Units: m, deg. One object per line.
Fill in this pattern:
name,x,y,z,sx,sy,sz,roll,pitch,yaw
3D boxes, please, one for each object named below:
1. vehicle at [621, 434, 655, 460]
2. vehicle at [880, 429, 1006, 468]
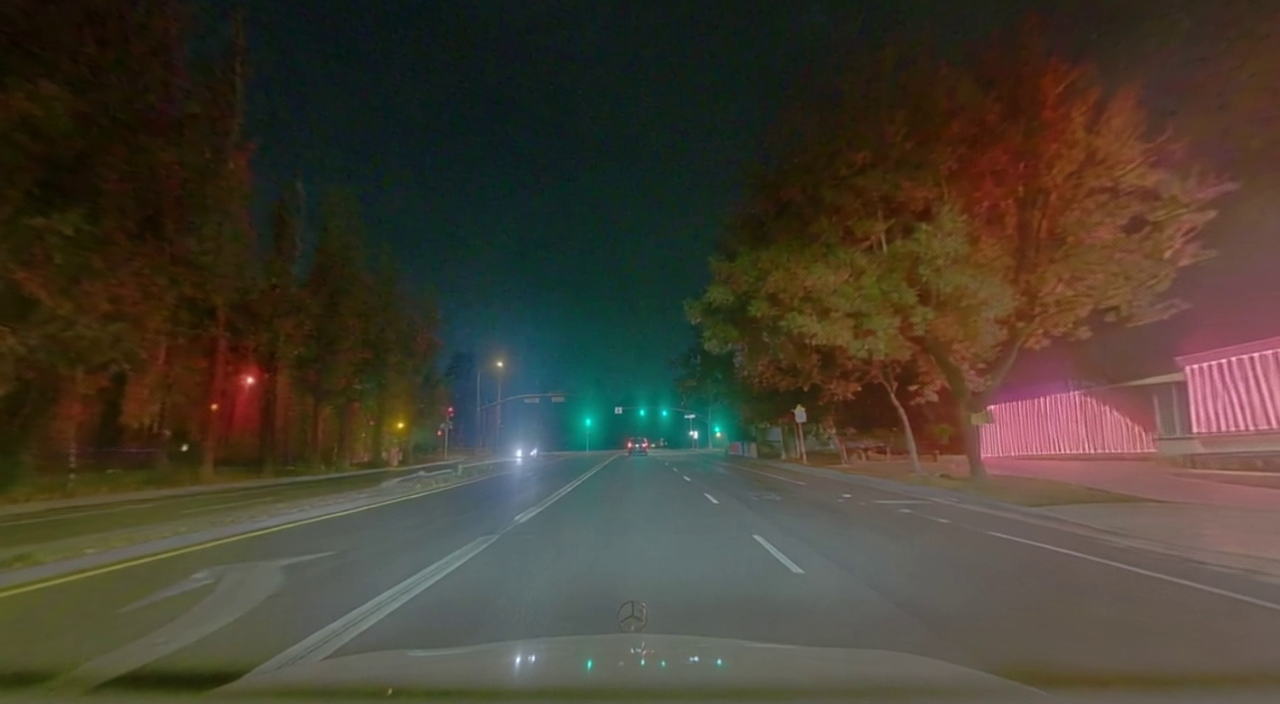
vehicle,-0.078,6.427,42.560,2.196,1.646,4.109,0,-8,2
vehicle,13.855,4.386,28.936,5.001,1.554,1.961,-3,-9,31
